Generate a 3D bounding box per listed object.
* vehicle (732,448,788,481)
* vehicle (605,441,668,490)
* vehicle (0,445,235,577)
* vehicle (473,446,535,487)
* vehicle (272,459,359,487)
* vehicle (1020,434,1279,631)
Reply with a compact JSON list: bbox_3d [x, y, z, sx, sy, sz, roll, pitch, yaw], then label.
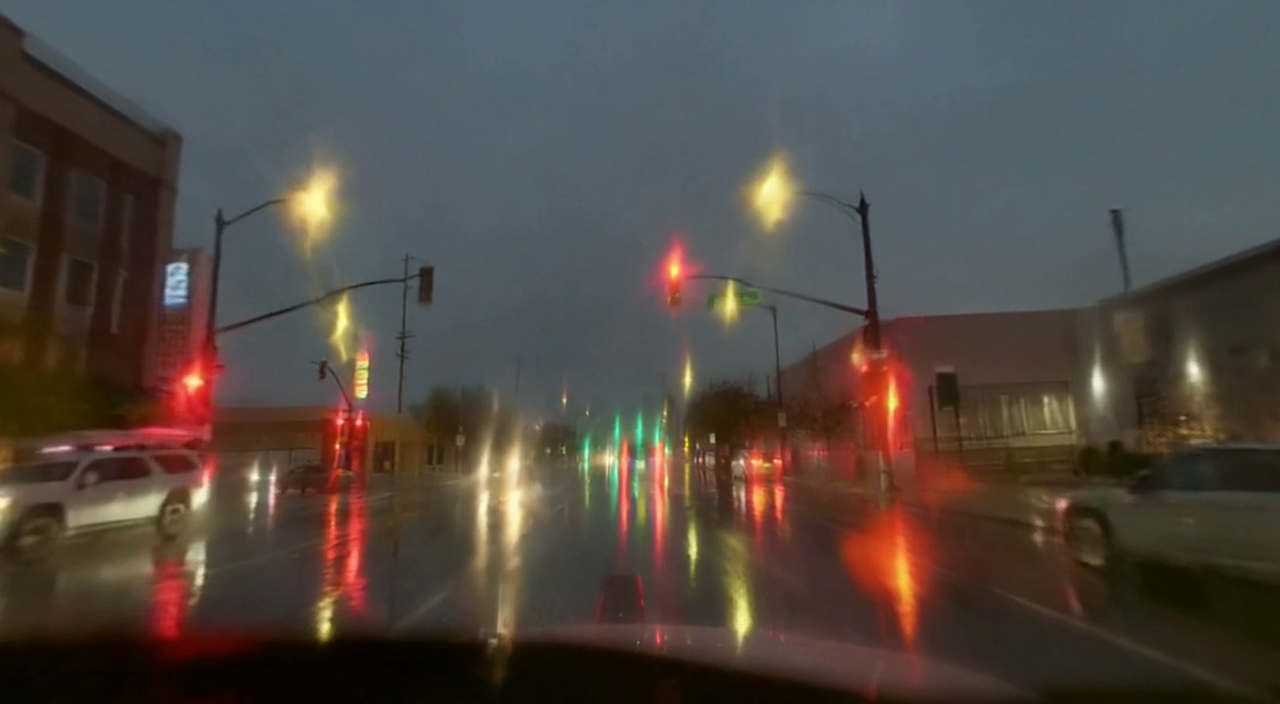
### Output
[{"bbox_3d":[5.914,5.585,31.699,1.859,1.470,4.476,0,-8,-1],"label":"vehicle"},{"bbox_3d":[-0.108,4.047,22.952,2.086,1.575,4.205,0,-8,0],"label":"vehicle"},{"bbox_3d":[-11.181,2.913,12.644,2.240,2.052,5.872,0,-8,0],"label":"vehicle"},{"bbox_3d":[-6.148,5.192,29.034,1.918,1.679,4.209,0,-9,0],"label":"vehicle"},{"bbox_3d":[-19.986,7.501,39.028,4.212,1.641,1.935,-1,-13,2],"label":"vehicle"},{"bbox_3d":[5.719,1.494,5.674,1.824,1.466,4.345,0,-9,-1],"label":"vehicle"}]
